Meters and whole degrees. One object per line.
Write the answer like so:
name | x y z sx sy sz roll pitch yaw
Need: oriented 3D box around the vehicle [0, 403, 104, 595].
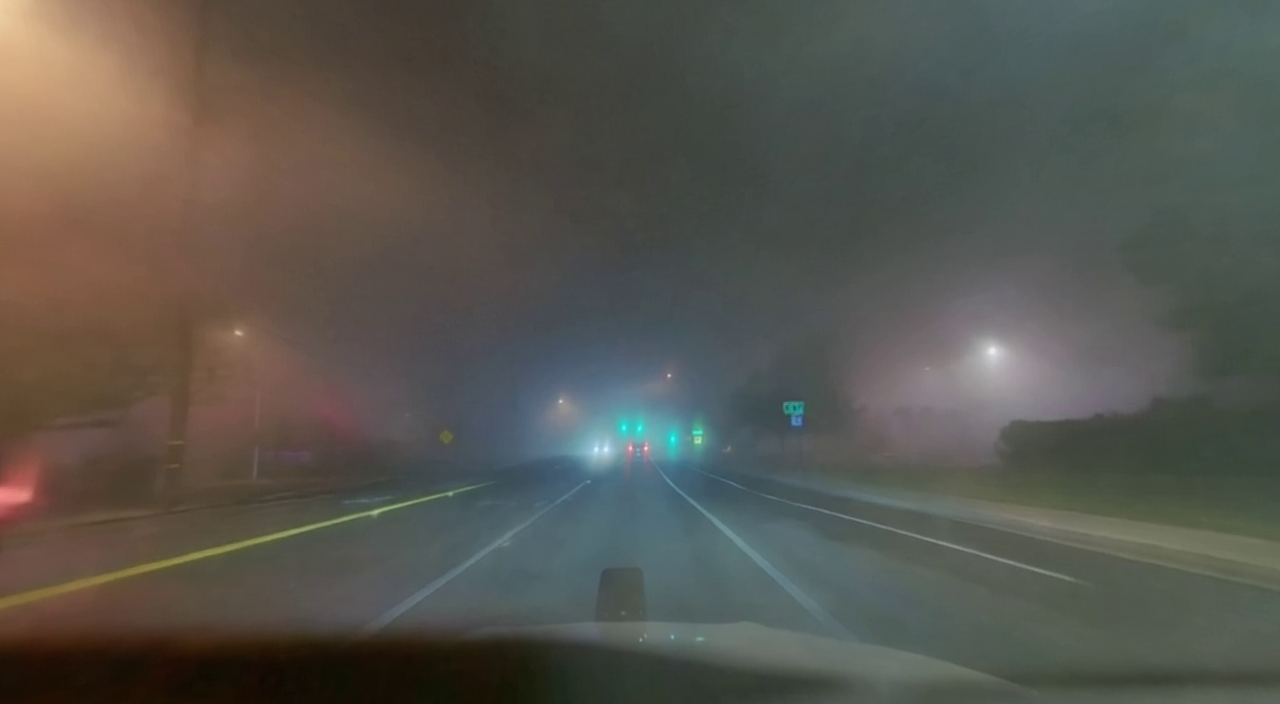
vehicle | -7.523 1.260 4.529 2.325 1.877 5.690 -3 -9 0
